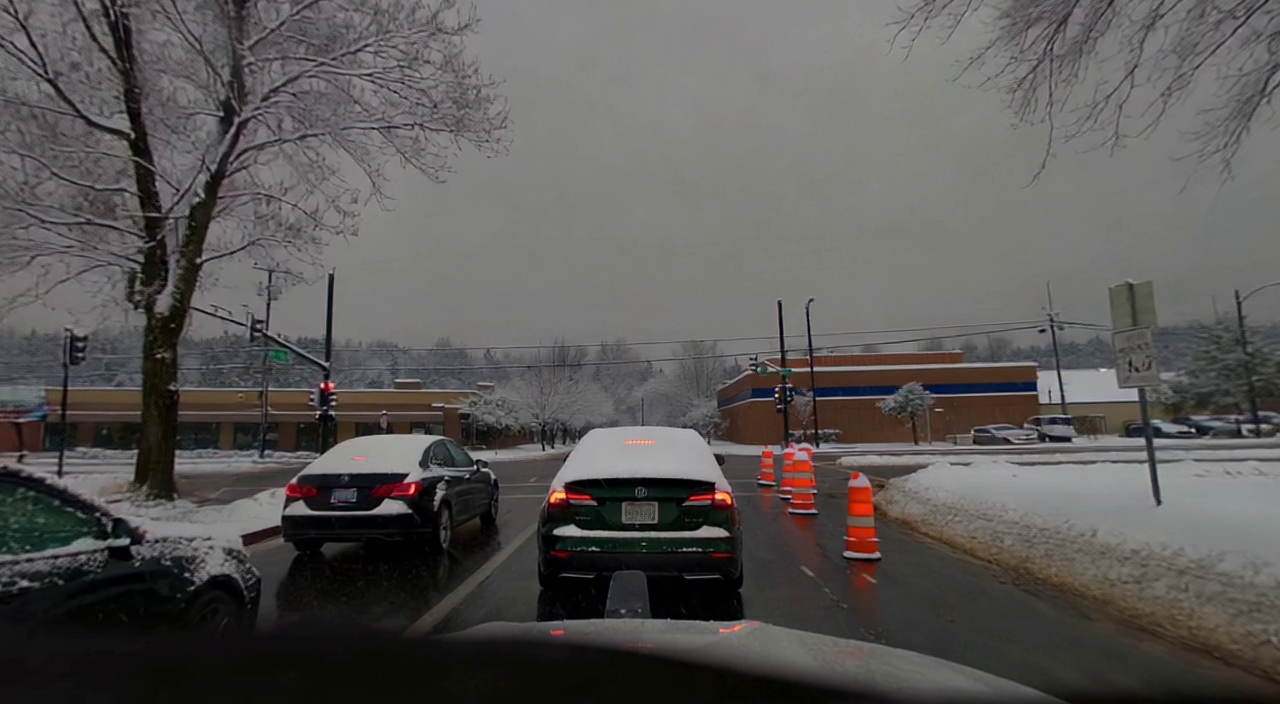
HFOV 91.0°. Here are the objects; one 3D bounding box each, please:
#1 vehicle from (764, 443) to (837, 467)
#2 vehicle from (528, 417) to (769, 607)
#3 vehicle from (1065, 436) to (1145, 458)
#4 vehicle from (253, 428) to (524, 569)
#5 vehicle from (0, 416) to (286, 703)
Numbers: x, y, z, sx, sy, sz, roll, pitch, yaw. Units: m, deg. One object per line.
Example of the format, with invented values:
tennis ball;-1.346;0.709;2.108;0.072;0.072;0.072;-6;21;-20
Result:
vehicle;10.606;6.833;41.903;4.579;1.480;1.819;-1;-9;12
vehicle;0.110;1.628;7.214;2.021;1.560;3.676;0;-9;1
vehicle;36.885;7.530;49.969;4.791;1.635;1.857;0;-9;1
vehicle;-3.272;1.998;9.450;1.989;1.541;4.626;0;-9;2
vehicle;-3.600;0.947;2.145;1.964;1.497;4.722;0;-9;1
